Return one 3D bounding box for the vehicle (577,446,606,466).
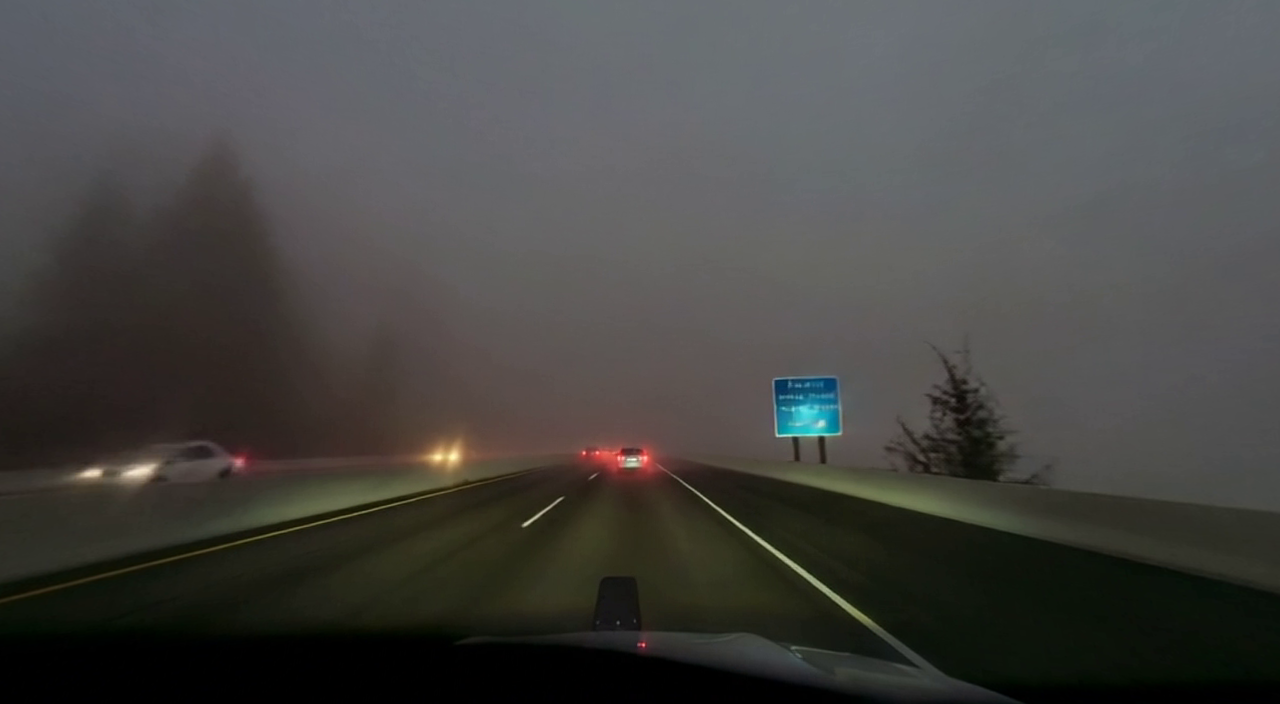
[{"bbox_3d":[-3.767,8.082,48.903,1.994,1.470,3.752,-1,-9,0],"label":"vehicle"}]

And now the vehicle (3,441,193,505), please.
[{"bbox_3d":[-16.987,3.768,20.061,1.955,1.764,4.585,-1,-9,0],"label":"vehicle"}]

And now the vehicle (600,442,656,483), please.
[{"bbox_3d":[-0.467,4.407,25.200,2.066,1.490,3.759,-1,-9,0],"label":"vehicle"}]
